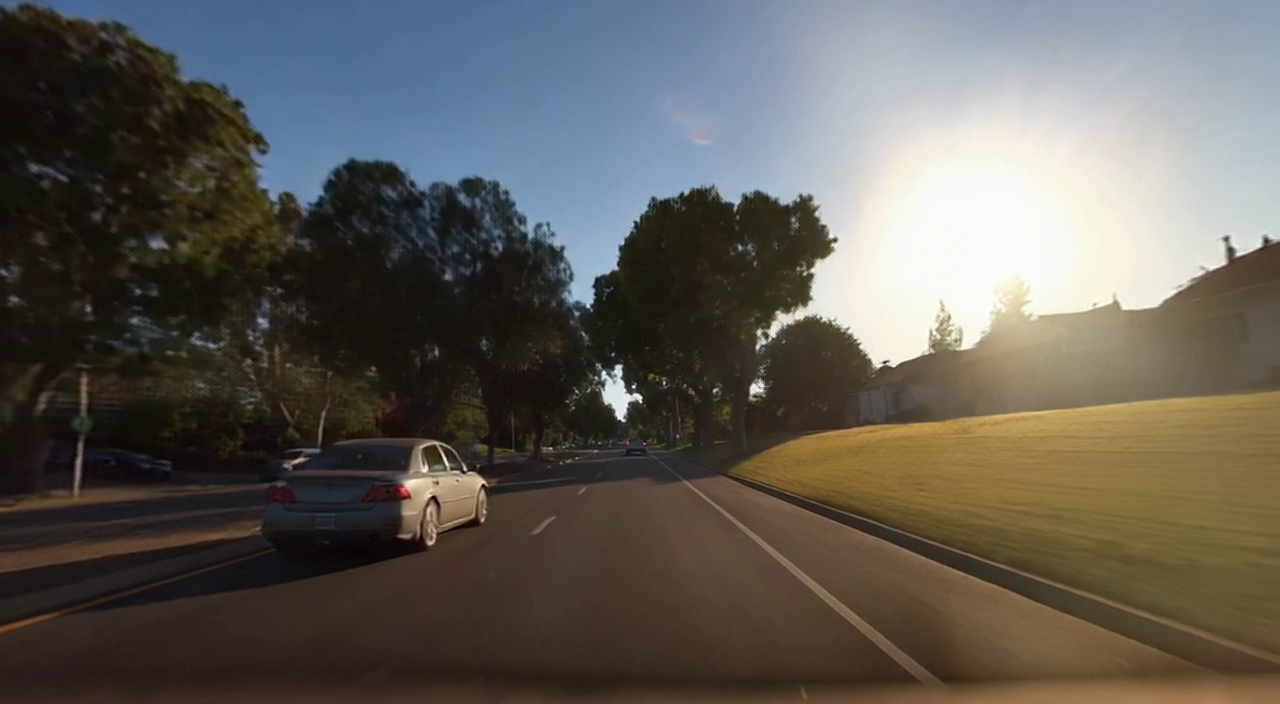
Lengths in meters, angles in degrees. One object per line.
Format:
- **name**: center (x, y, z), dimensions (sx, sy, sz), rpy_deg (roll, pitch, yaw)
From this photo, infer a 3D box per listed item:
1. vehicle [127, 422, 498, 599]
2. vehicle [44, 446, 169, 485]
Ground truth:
- **vehicle**: center (-3.338, 1.711, 7.875), dimensions (2.020, 1.478, 4.890), rpy_deg (0, -8, 0)
- **vehicle**: center (-24.590, 5.222, 29.204), dimensions (4.338, 1.716, 1.869), rpy_deg (-2, -9, 9)
